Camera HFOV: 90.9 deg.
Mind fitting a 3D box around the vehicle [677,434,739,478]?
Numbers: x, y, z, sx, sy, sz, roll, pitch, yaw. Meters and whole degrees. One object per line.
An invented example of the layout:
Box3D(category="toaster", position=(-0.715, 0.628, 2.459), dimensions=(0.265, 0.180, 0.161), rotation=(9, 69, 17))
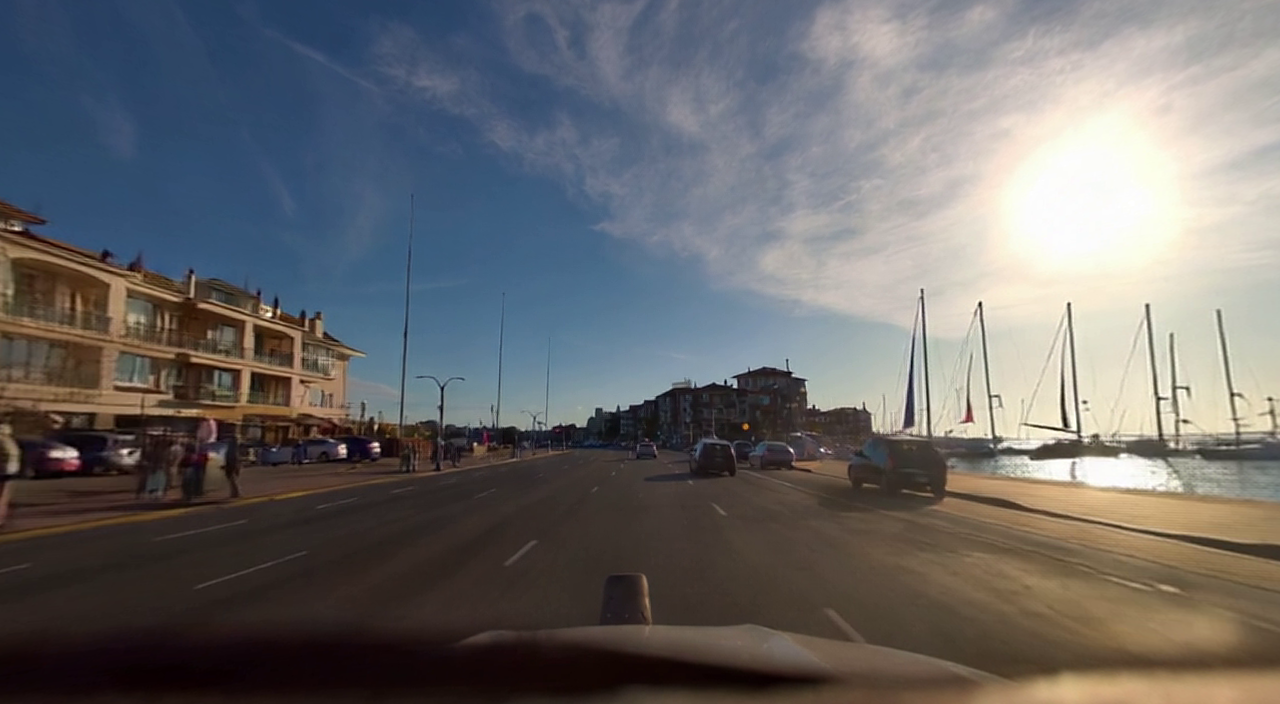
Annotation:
Box3D(category="vehicle", position=(2.679, 4.201, 25.635), dimensions=(2.047, 1.640, 4.051), rotation=(0, -8, 0))

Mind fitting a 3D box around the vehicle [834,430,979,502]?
Box3D(category="vehicle", position=(7.288, 3.154, 17.915), dimensions=(2.029, 1.750, 4.825), rotation=(0, -8, 1))

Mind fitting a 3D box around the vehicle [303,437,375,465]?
Box3D(category="vehicle", position=(-17.912, 5.900, 37.778), dimensions=(1.840, 1.522, 4.695), rotation=(-1, -9, 2))

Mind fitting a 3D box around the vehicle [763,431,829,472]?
Box3D(category="vehicle", position=(8.024, 5.172, 32.910), dimensions=(2.056, 1.896, 5.062), rotation=(0, -8, -1))
